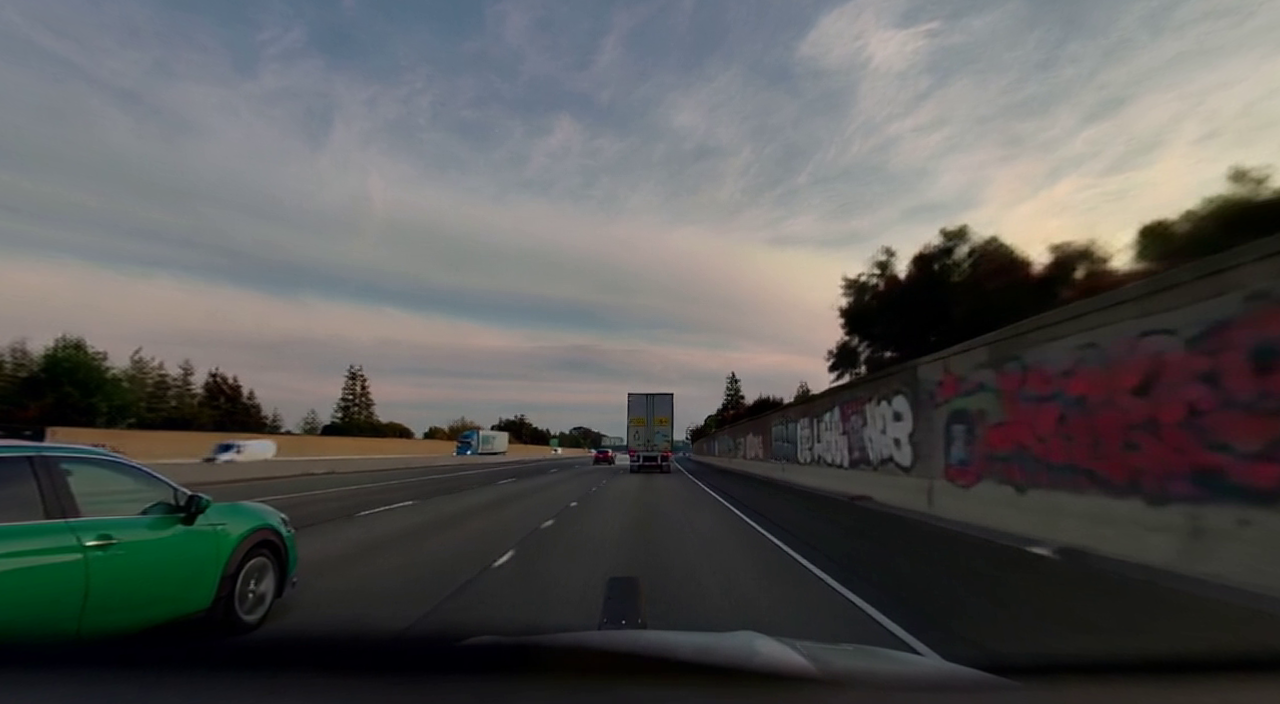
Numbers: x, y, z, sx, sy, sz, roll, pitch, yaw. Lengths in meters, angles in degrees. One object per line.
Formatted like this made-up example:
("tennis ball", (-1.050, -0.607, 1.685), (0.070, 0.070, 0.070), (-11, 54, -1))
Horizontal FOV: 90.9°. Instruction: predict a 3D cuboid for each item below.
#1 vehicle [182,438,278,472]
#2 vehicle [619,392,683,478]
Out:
("vehicle", (-25.129, 6.340, 38.918), (2.170, 1.894, 5.408), (0, -9, 2))
("vehicle", (0.519, 4.788, 35.471), (2.997, 4.069, 10.871), (0, -9, 0))
